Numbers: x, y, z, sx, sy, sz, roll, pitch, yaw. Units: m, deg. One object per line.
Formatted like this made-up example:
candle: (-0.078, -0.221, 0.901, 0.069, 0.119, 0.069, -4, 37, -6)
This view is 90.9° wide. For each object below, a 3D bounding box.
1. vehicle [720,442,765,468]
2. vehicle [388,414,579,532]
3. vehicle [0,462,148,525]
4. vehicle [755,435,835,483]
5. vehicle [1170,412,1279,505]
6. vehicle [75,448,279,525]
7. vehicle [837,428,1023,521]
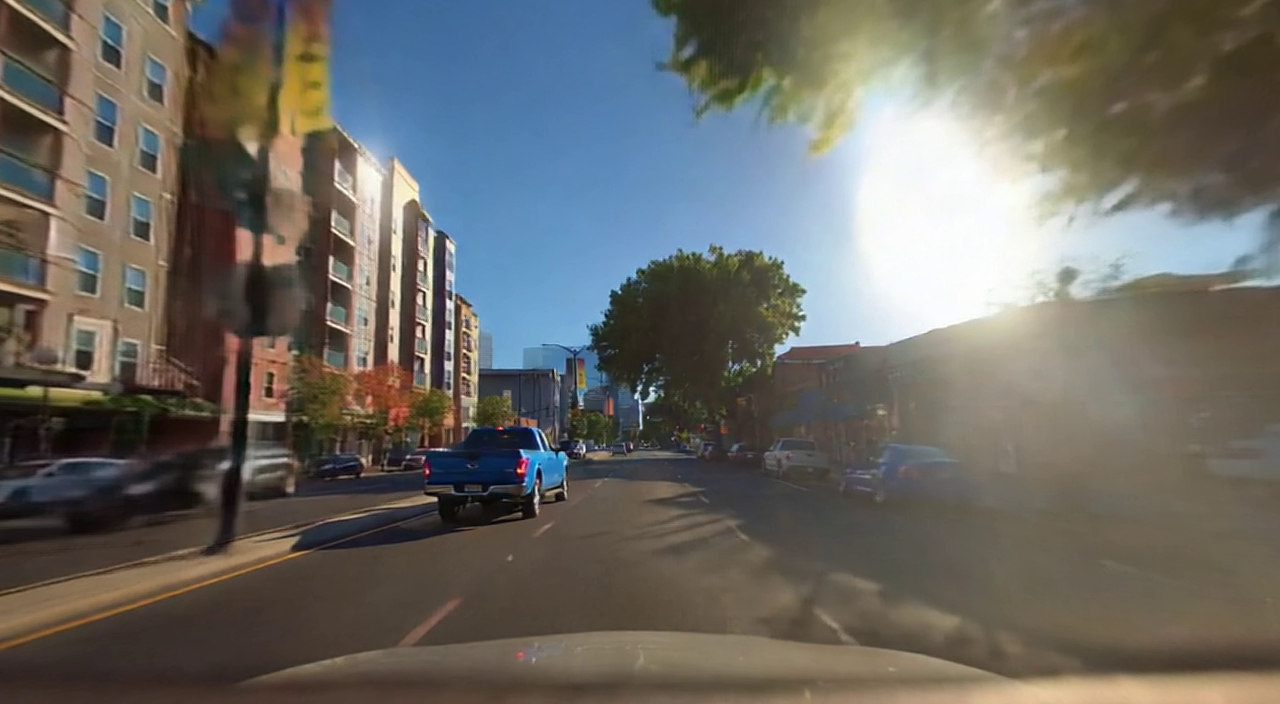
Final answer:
vehicle: (6.264, 6.321, 38.795, 1.988, 1.514, 3.962, 0, -9, -2)
vehicle: (-2.664, 2.260, 12.416, 2.197, 1.786, 5.365, -1, -9, 2)
vehicle: (-16.149, 3.758, 17.188, 1.851, 1.383, 4.507, 0, -9, 0)
vehicle: (6.117, 4.264, 25.478, 2.018, 1.743, 4.529, 0, -9, -1)
vehicle: (12.875, 2.046, 12.186, 1.864, 1.705, 3.878, 0, -9, 1)
vehicle: (-10.010, 2.883, 14.051, 1.685, 1.457, 3.700, 0, -9, 0)
vehicle: (6.091, 2.618, 14.030, 1.928, 1.679, 4.716, 0, -9, 1)
